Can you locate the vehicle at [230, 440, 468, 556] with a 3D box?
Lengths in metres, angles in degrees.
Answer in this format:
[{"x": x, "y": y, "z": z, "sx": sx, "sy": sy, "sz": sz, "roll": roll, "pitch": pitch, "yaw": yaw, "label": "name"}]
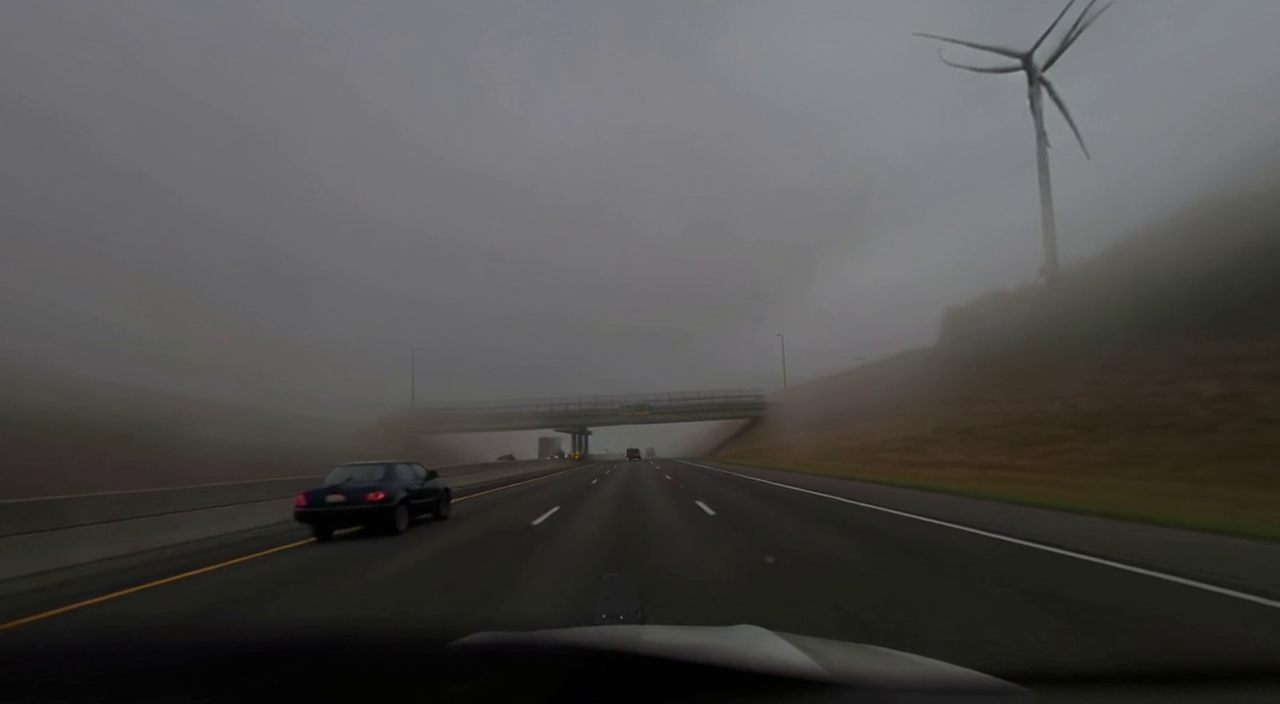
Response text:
[{"x": -4.372, "y": 2.225, "z": 10.357, "sx": 1.921, "sy": 1.481, "sz": 4.120, "roll": 0, "pitch": -9, "yaw": 0, "label": "vehicle"}]
